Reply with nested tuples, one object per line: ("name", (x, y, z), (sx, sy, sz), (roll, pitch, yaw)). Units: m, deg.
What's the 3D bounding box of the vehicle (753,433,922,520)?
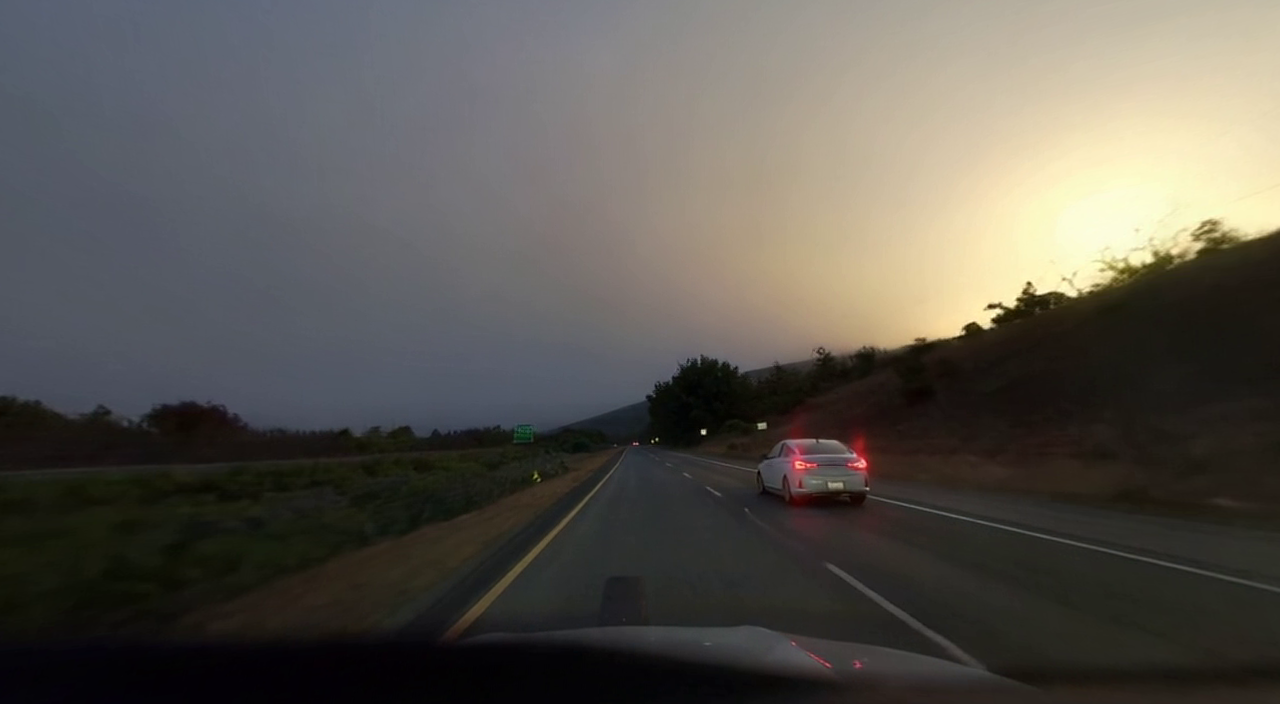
("vehicle", (3.797, 2.469, 13.080), (2.003, 1.466, 4.441), (0, -8, -1))
